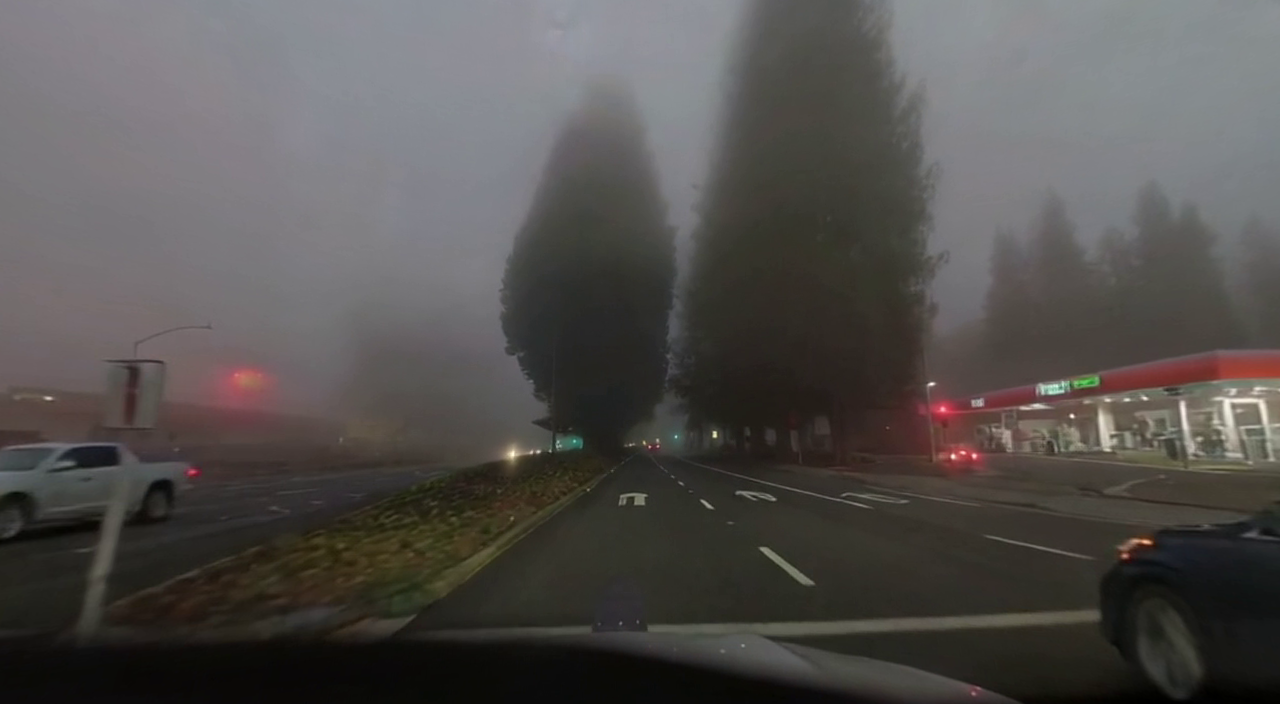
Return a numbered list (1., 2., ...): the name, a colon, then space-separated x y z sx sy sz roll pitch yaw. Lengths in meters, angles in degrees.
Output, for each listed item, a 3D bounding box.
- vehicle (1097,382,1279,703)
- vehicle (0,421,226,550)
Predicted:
1. vehicle: 3.429 0.651 0.980 1.967 1.480 4.596 0 -8 0
2. vehicle: -8.408 1.922 9.179 1.913 1.478 4.312 -4 -10 -1
